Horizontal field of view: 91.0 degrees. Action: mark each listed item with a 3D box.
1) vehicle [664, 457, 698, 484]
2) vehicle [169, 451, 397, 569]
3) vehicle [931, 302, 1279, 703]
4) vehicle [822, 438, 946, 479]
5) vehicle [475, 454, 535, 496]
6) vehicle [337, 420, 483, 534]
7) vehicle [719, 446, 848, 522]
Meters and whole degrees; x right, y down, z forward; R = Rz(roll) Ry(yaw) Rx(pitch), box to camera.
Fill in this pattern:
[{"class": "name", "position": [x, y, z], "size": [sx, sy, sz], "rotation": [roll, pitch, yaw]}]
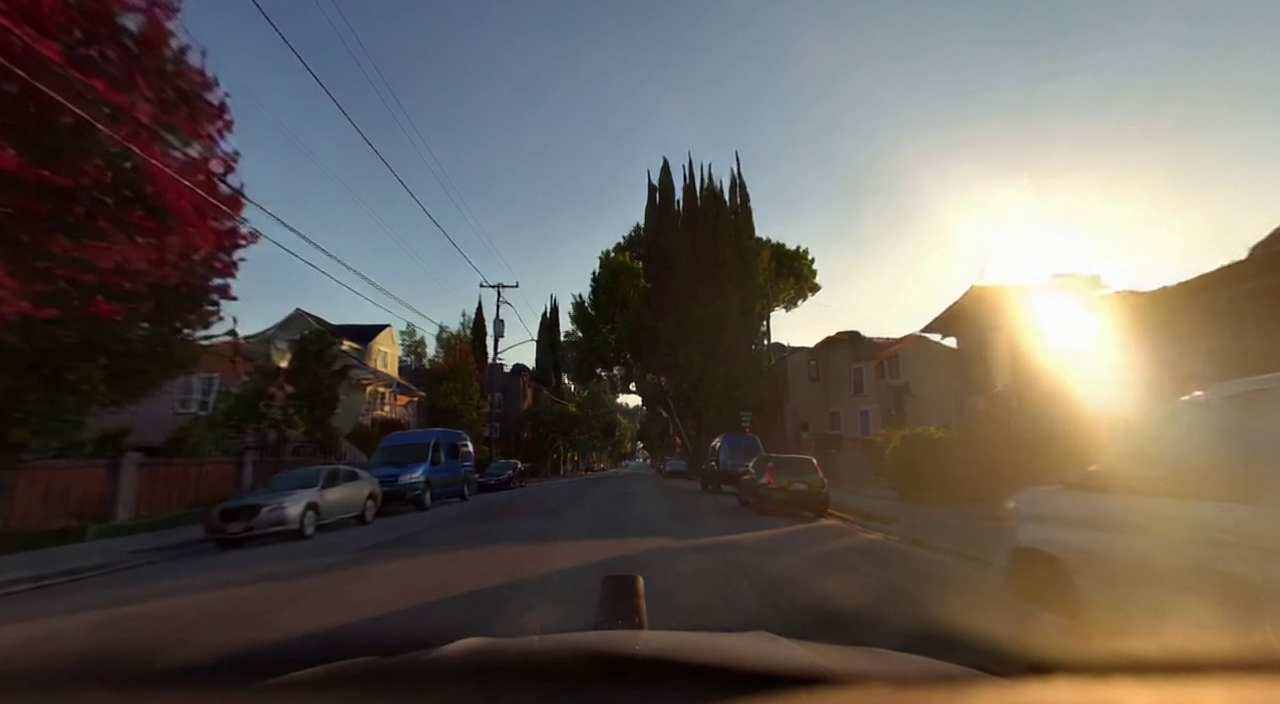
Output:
[{"class": "vehicle", "position": [2.802, 8.297, 44.327], "size": [2.010, 1.661, 4.615], "rotation": [0, -9, -1]}, {"class": "vehicle", "position": [-6.882, 3.007, 12.856], "size": [2.027, 1.563, 4.594], "rotation": [-3, -5, 0]}, {"class": "vehicle", "position": [3.146, 0.711, 1.793], "size": [2.136, 1.807, 4.946], "rotation": [0, -9, -1]}, {"class": "vehicle", "position": [10.663, 4.707, 27.747], "size": [4.607, 1.704, 1.922], "rotation": [0, -9, 0]}, {"class": "vehicle", "position": [-6.893, 6.306, 32.628], "size": [2.057, 1.632, 4.730], "rotation": [0, -5, 0]}, {"class": "vehicle", "position": [-6.939, 3.681, 19.912], "size": [2.508, 2.712, 5.809], "rotation": [-2, -4, 0]}, {"class": "vehicle", "position": [3.085, 2.918, 14.529], "size": [1.796, 1.449, 4.373], "rotation": [0, -9, -2]}]
